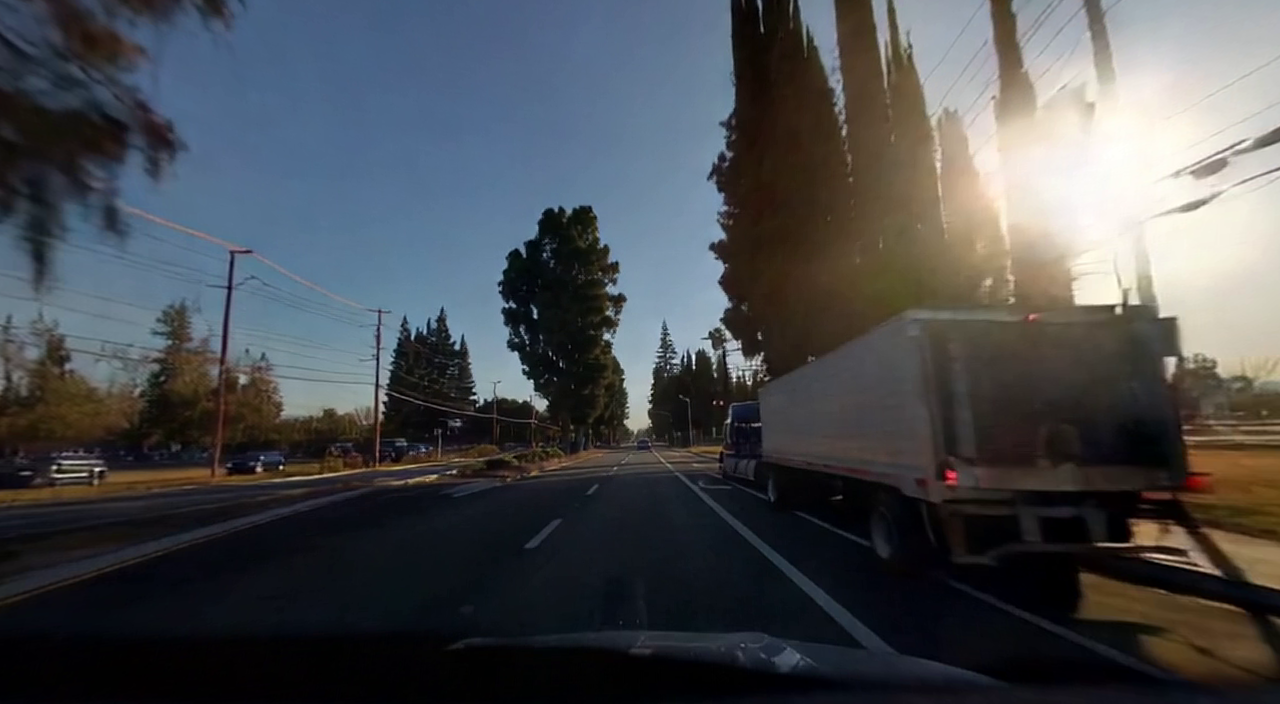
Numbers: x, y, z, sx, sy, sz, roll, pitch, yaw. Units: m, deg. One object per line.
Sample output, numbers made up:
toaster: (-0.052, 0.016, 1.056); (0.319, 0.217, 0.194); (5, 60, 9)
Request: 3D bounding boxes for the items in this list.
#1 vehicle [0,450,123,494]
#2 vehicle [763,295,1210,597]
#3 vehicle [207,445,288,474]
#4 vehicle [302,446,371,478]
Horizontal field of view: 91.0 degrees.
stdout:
vehicle: (-25.480, 5.112, 27.306); (1.950, 1.658, 4.576); (0, -8, 5)
vehicle: (3.960, 1.380, 9.598); (2.706, 2.880, 7.117); (0, -8, 0)
vehicle: (-25.398, 6.925, 40.951); (2.020, 1.763, 4.637); (-1, -8, 5)
vehicle: (-18.537, 6.694, 38.667); (1.948, 1.844, 4.235); (0, -8, 2)
